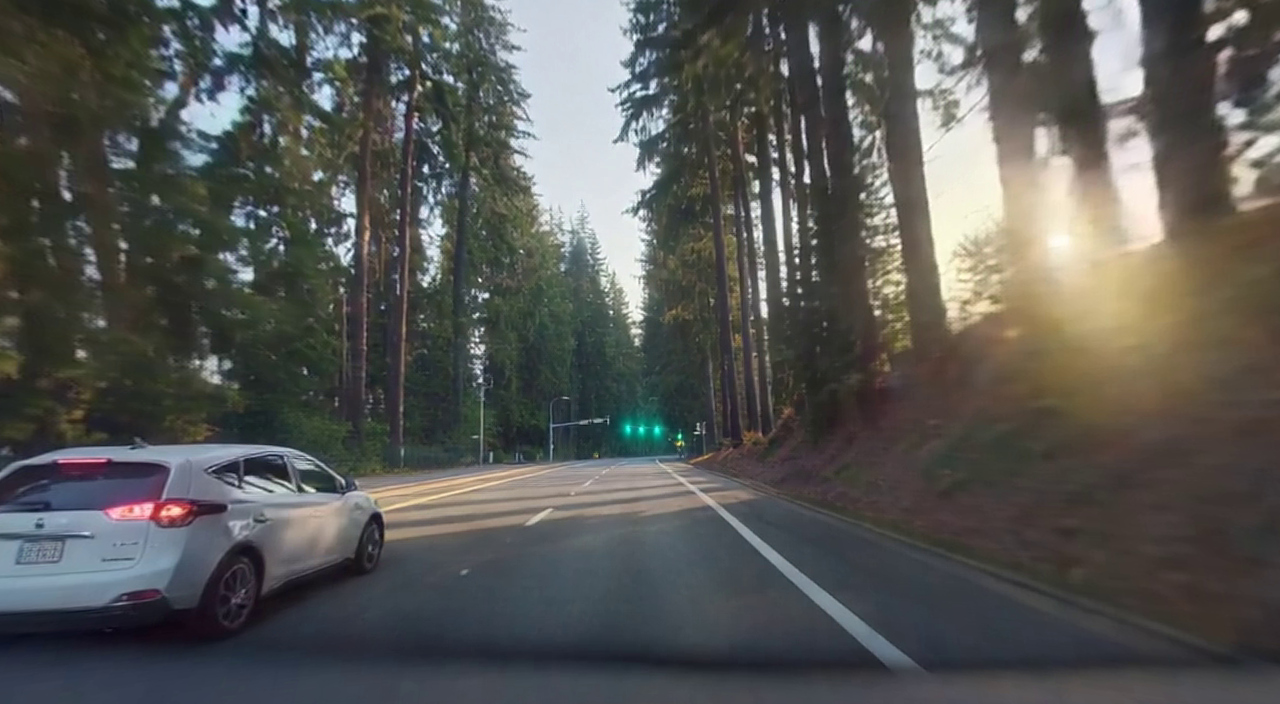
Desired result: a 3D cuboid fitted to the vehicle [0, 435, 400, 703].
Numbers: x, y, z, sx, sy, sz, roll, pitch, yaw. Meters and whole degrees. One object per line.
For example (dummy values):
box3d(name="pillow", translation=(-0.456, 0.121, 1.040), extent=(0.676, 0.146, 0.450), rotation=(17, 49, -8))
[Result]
box3d(name="vehicle", translation=(-3.890, 1.483, 5.470), extent=(1.946, 1.437, 4.154), rotation=(-1, -8, 1))
